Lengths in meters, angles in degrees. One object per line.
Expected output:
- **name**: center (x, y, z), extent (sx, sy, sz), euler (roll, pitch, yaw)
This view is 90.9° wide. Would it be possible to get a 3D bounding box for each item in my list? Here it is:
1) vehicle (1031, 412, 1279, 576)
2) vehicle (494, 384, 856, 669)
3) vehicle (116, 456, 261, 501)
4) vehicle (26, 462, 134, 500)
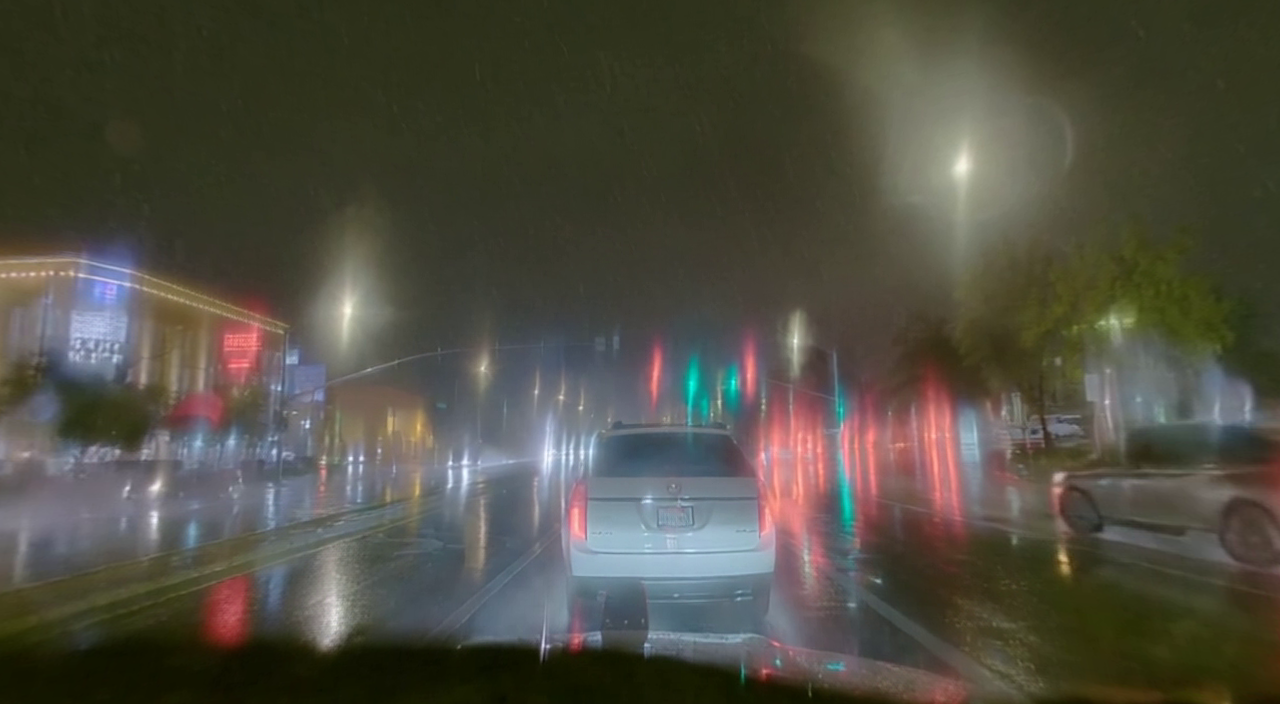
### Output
- **vehicle**: center (6.899, 1.548, 7.435), extent (1.900, 1.507, 4.151), euler (0, -8, 0)
- **vehicle**: center (0.205, 1.312, 5.737), extent (2.125, 1.669, 3.880), euler (0, -8, 0)
- **vehicle**: center (-19.373, 5.386, 27.244), extent (1.981, 1.659, 4.608), euler (-7, -10, 37)
- **vehicle**: center (-28.649, 6.619, 32.443), extent (2.018, 1.716, 4.042), euler (-1, -10, -5)
